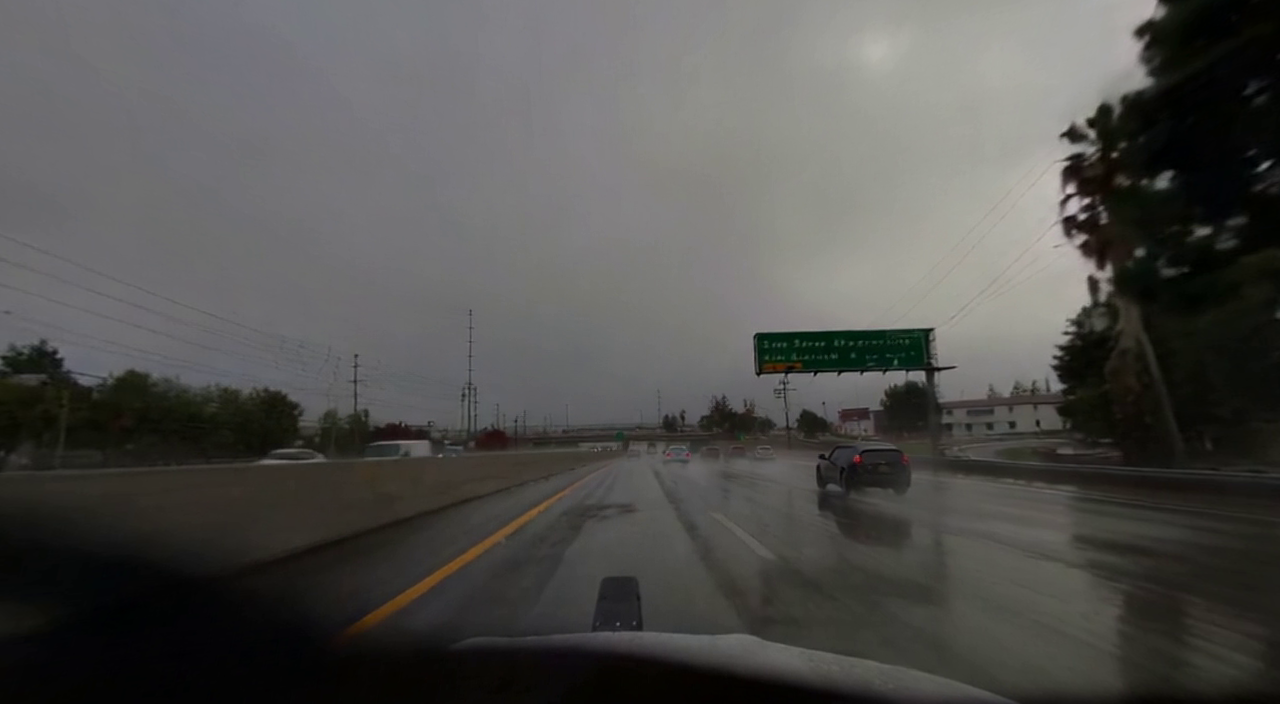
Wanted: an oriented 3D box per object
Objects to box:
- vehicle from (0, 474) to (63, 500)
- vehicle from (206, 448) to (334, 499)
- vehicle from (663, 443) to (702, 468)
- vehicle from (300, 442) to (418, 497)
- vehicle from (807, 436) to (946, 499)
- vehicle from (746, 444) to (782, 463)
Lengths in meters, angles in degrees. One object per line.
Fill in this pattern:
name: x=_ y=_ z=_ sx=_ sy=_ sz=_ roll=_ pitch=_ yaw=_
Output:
vehicle: x=-44.755 y=9.645 z=45.282 sx=4.638 sy=1.692 sz=2.010 roll=0 pitch=-9 yaw=-2
vehicle: x=-13.323 y=4.374 z=23.153 sx=1.989 sy=1.628 sz=4.420 roll=-1 pitch=-8 yaw=0
vehicle: x=2.655 y=6.560 z=40.231 sx=1.993 sy=1.507 sz=4.594 roll=0 pitch=-8 yaw=-2
vehicle: x=-10.029 y=4.192 z=23.037 sx=2.147 sy=1.758 sz=4.619 roll=-1 pitch=-8 yaw=0
vehicle: x=6.326 y=3.126 z=17.561 sx=1.952 sy=1.489 sz=4.483 roll=0 pitch=-8 yaw=-2
vehicle: x=9.528 y=7.838 z=48.922 sx=1.838 sy=1.440 sz=4.121 roll=0 pitch=-8 yaw=-2
